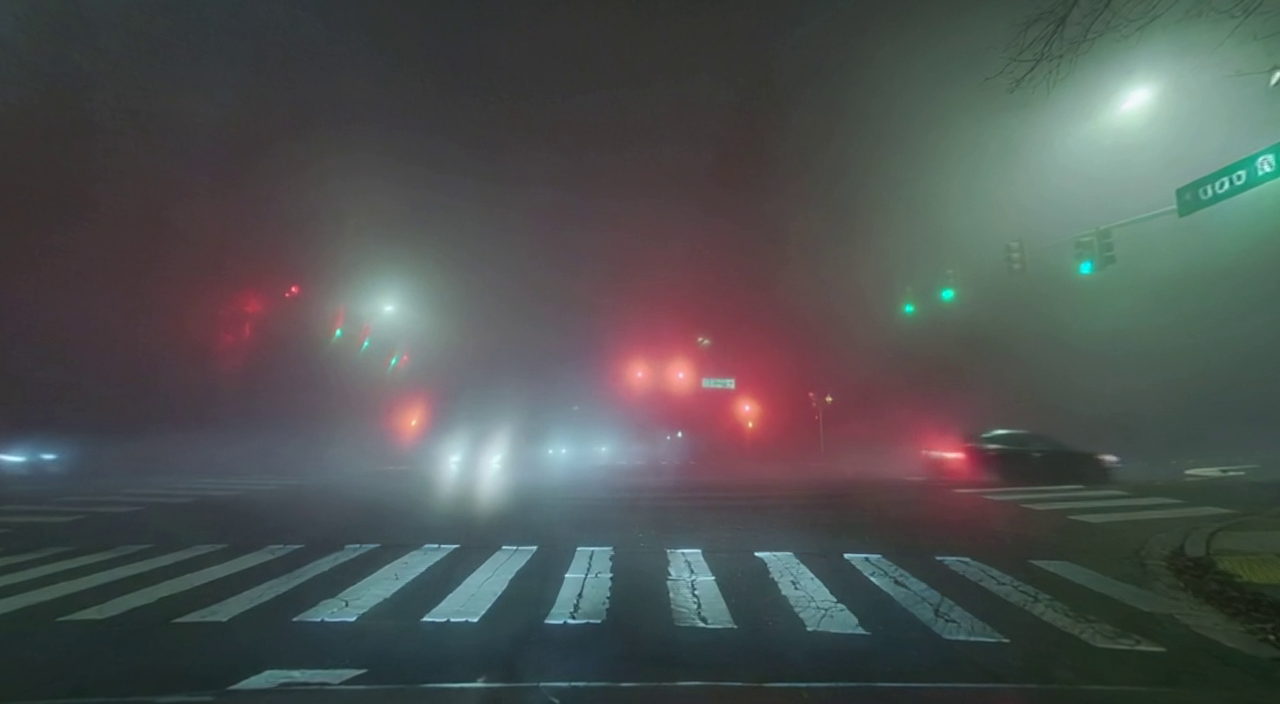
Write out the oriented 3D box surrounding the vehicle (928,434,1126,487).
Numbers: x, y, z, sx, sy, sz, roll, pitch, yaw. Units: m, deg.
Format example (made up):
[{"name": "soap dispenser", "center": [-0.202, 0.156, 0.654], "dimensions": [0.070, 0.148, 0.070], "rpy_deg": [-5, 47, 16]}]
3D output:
[{"name": "vehicle", "center": [11.554, 3.264, 19.104], "dimensions": [4.698, 1.466, 1.883], "rpy_deg": [0, -9, 0]}]
